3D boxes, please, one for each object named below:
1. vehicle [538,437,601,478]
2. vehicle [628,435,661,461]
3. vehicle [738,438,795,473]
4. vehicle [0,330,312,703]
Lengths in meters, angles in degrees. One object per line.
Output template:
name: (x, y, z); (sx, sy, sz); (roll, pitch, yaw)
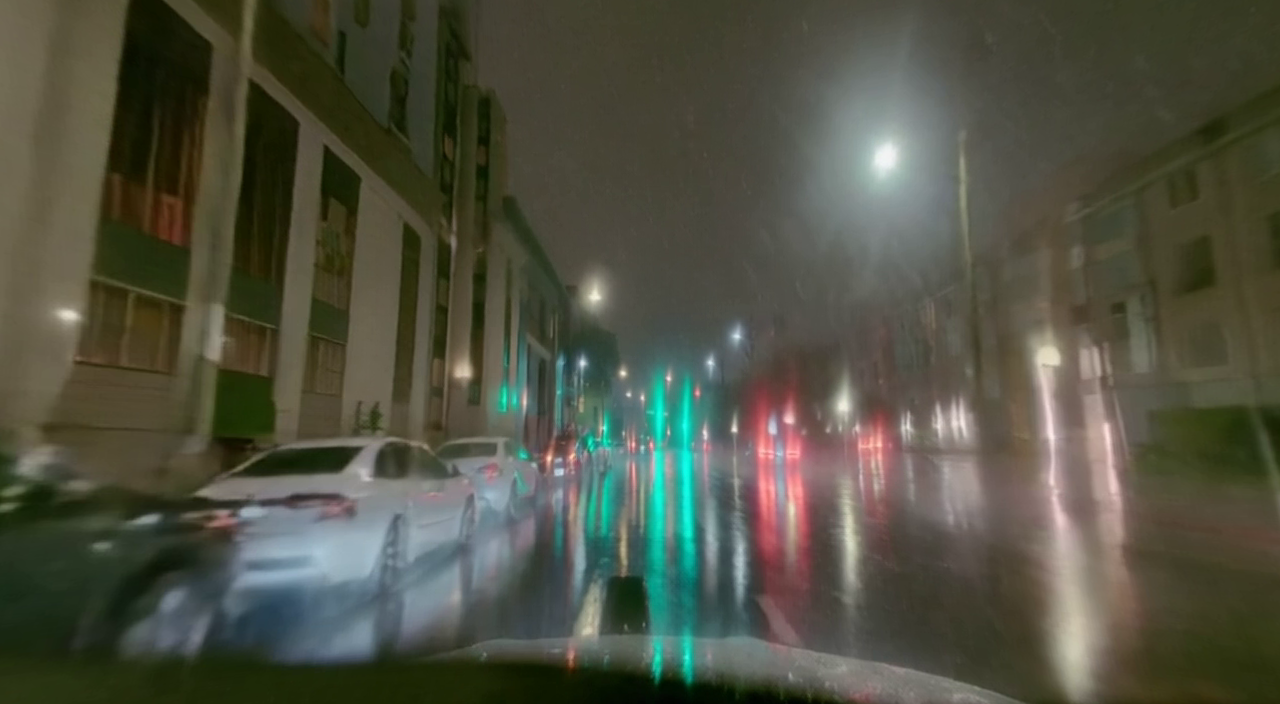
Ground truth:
vehicle: (-2.705, 4.151, 25.149); (1.843, 1.482, 4.310); (-1, -8, 3)
vehicle: (0.298, 6.494, 42.845); (2.122, 1.689, 3.885); (0, -8, 1)
vehicle: (5.637, 4.647, 28.429); (1.799, 1.463, 3.464); (0, -8, -1)
vehicle: (-3.204, 0.723, 1.707); (2.199, 1.676, 4.486); (0, -8, 0)
